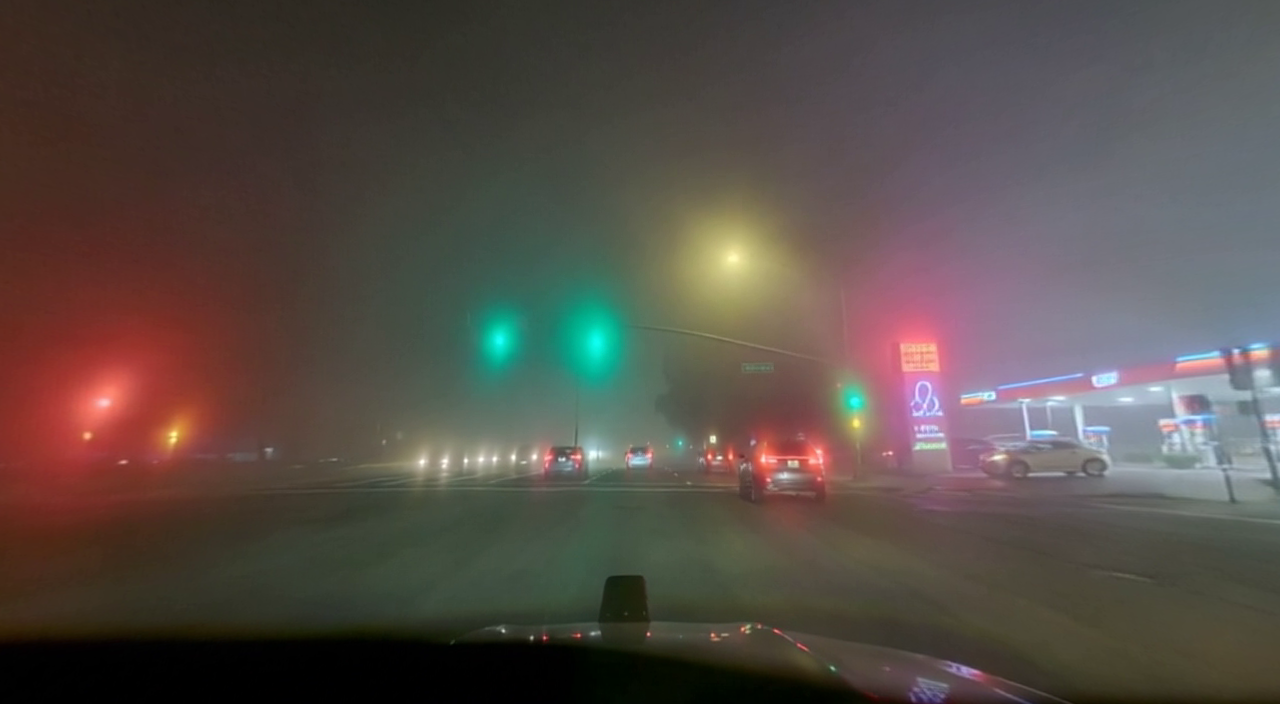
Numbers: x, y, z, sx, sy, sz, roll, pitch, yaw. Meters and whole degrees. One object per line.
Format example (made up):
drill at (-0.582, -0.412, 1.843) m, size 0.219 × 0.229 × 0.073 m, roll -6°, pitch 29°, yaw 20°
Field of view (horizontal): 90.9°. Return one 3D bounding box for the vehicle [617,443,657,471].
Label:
vehicle at (-0.156, 5.937, 35.804) m, size 2.104 × 1.477 × 4.591 m, roll 0°, pitch -8°, yaw 0°

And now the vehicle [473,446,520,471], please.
vehicle at (-9.022, 6.698, 39.936) m, size 2.001 × 1.461 × 3.859 m, roll -1°, pitch -8°, yaw 2°

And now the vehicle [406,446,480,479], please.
vehicle at (-9.553, 5.377, 31.002) m, size 2.023 × 1.433 × 4.699 m, roll 0°, pitch -8°, yaw 1°

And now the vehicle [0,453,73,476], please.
vehicle at (-45.898, 8.453, 47.461) m, size 2.061 × 1.595 × 4.565 m, roll 0°, pitch -9°, yaw -1°

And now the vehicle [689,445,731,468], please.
vehicle at (4.630, 6.981, 42.334) m, size 2.174 × 1.462 × 4.400 m, roll 0°, pitch -8°, yaw -2°

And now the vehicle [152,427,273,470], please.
vehicle at (-33.717, 7.627, 49.924) m, size 7.339 × 3.284 × 2.857 m, roll 0°, pitch -9°, yaw -1°

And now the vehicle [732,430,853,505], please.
vehicle at (3.763, 2.931, 16.424) m, size 2.022 × 1.683 × 4.171 m, roll 0°, pitch -8°, yaw -1°

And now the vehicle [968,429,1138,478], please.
vehicle at (17.875, 4.420, 27.535) m, size 5.585 × 1.866 × 2.607 m, roll -1°, pitch -9°, yaw -3°

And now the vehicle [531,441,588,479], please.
vehicle at (-3.632, 4.944, 29.147) m, size 2.023 × 1.607 × 4.086 m, roll 0°, pitch -8°, yaw 0°
